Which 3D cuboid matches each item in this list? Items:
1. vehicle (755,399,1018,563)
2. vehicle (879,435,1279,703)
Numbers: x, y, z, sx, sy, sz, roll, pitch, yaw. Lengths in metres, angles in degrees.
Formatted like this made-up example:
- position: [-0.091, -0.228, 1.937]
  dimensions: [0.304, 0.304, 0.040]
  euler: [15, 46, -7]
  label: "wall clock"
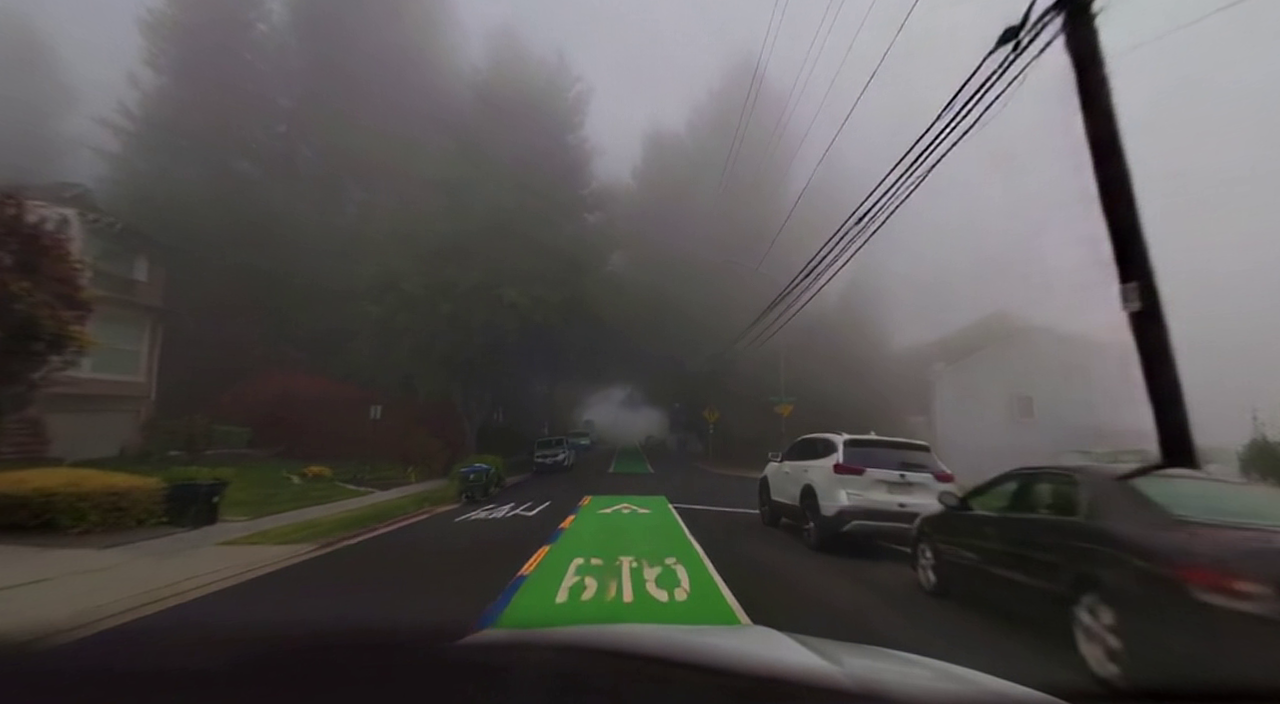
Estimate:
- position: [3.415, 2.032, 10.036]
  dimensions: [2.054, 1.879, 4.717]
  euler: [3, -12, -3]
  label: "vehicle"
- position: [3.666, 1.424, 4.723]
  dimensions: [1.981, 1.512, 4.144]
  euler: [0, -9, -2]
  label: "vehicle"
